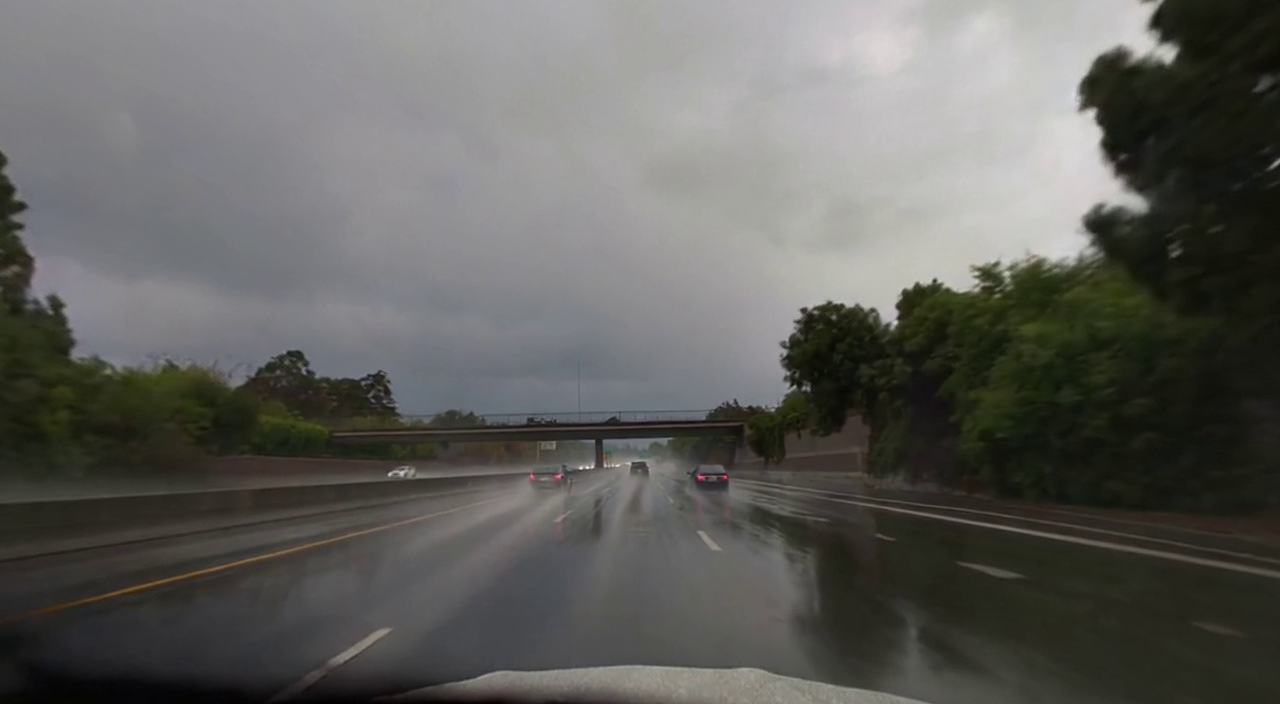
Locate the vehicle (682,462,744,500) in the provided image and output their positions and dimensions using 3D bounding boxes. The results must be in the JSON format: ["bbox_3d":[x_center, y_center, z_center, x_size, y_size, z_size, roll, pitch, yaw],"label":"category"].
[{"bbox_3d":[3.129,5.662,27.835,2.092,1.518,4.348,1,-10,-2],"label":"vehicle"}]

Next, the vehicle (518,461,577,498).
[{"bbox_3d":[-3.992,5.616,27.871,1.975,1.486,3.903,1,-10,1],"label":"vehicle"}]
